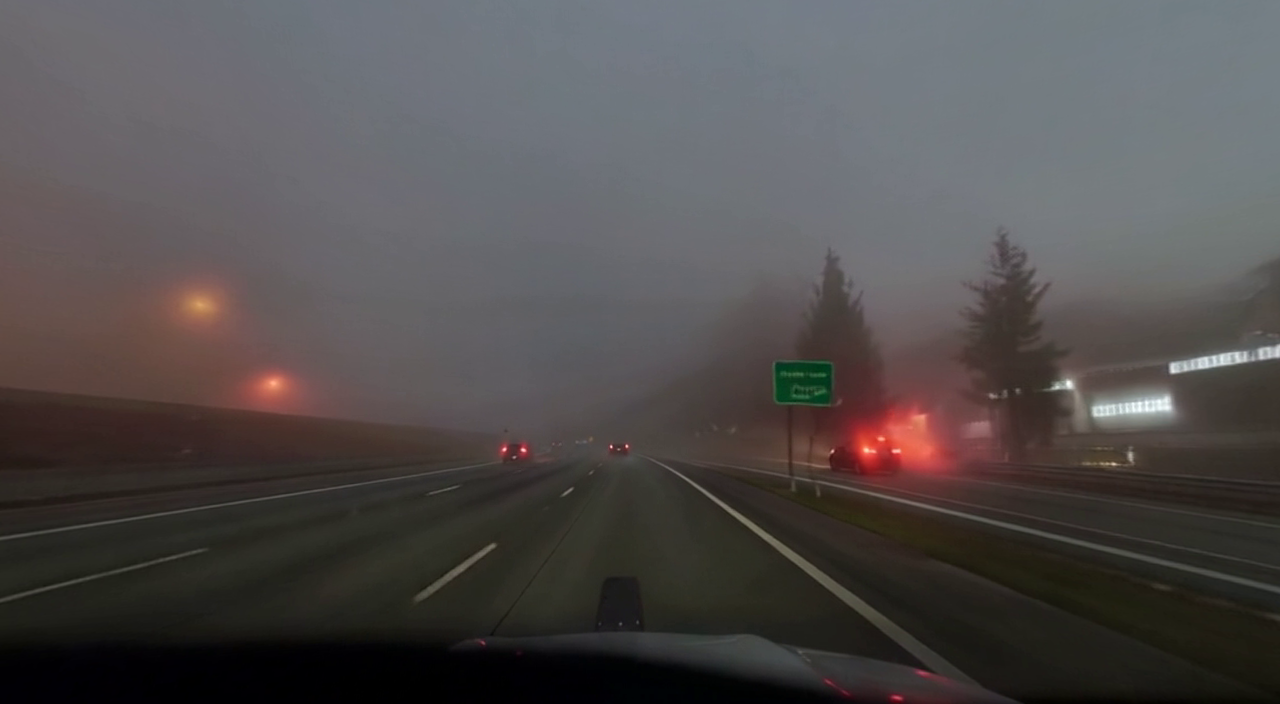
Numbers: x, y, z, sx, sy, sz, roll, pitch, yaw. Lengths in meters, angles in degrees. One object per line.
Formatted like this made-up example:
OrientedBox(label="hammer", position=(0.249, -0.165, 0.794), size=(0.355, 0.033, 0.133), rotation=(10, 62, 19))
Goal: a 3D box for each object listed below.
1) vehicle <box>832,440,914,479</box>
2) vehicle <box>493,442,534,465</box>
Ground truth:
OrientedBox(label="vehicle", position=(11.414, 5.270, 31.300), size=(2.023, 1.782, 4.193), rotation=(1, -9, -8))
OrientedBox(label="vehicle", position=(-8.527, 6.880, 43.051), size=(2.009, 1.454, 4.250), rotation=(0, -9, -1))
